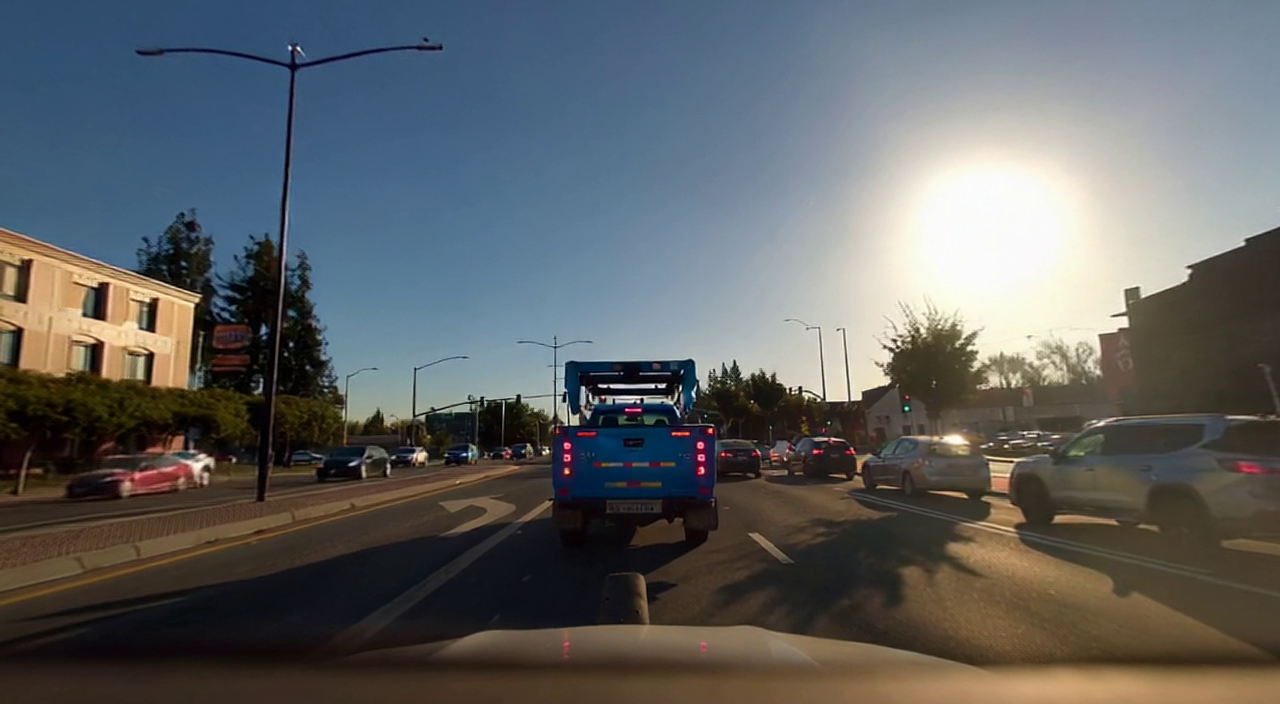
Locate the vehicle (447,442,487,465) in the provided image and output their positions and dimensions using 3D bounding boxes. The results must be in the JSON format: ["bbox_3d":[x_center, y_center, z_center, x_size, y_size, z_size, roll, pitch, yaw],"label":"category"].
[{"bbox_3d":[-12.143,7.140,44.574,1.781,1.558,3.688,0,-9,0],"label":"vehicle"}]

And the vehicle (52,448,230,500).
[{"bbox_3d":[-16.062,3.899,20.757,1.910,1.485,4.802,0,-9,0],"label":"vehicle"}]

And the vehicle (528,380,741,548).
[{"bbox_3d":[-0.112,1.838,10.925,2.682,2.117,5.706,0,-9,-1],"label":"vehicle"}]

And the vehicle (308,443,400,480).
[{"bbox_3d":[-12.271,4.724,27.465,1.906,1.461,4.333,0,-9,1],"label":"vehicle"}]

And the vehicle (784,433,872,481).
[{"bbox_3d":[7.073,4.010,24.307,1.953,1.665,4.327,0,-9,-2],"label":"vehicle"}]

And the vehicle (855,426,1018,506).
[{"bbox_3d":[7.074,2.757,15.682,1.931,1.692,4.267,0,-9,0],"label":"vehicle"}]

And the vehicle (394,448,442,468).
[{"bbox_3d":[-15.701,7.494,44.918,1.854,1.364,4.357,0,-9,0],"label":"vehicle"}]

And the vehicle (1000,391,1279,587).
[{"bbox_3d":[6.833,1.557,7.811,2.023,1.771,4.488,0,-9,-1],"label":"vehicle"}]
